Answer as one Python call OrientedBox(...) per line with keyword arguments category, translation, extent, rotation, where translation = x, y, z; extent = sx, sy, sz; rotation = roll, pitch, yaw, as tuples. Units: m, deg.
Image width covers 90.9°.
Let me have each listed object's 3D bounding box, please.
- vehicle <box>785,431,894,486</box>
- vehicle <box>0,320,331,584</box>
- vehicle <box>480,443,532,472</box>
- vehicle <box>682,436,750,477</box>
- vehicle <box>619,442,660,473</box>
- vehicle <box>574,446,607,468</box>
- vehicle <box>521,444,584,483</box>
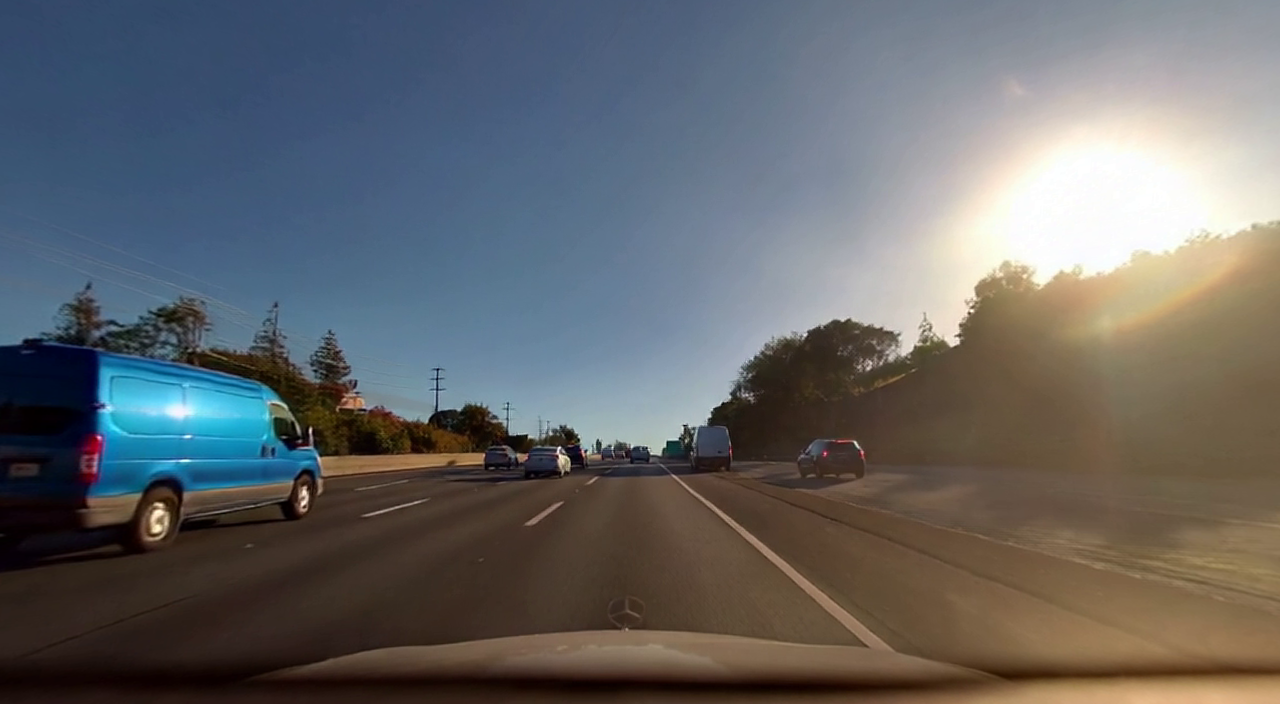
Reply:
OrientedBox(category="vehicle", translation=(7.428, 4.051, 24.267), extent=(2.304, 1.840, 5.706), rotation=(0, -8, 0))
OrientedBox(category="vehicle", translation=(-7.587, 1.475, 9.712), extent=(2.336, 2.708, 6.421), rotation=(0, -9, 0))
OrientedBox(category="vehicle", translation=(-7.678, 6.087, 36.496), extent=(1.961, 1.562, 4.301), rotation=(0, -9, 1))
OrientedBox(category="vehicle", translation=(3.736, 5.292, 32.319), extent=(2.777, 1.895, 5.710), rotation=(0, -9, 0))
OrientedBox(category="vehicle", translation=(0.007, 5.801, 34.852), extent=(2.115, 1.617, 4.102), rotation=(0, -9, 1))
OrientedBox(category="vehicle", translation=(-3.549, 7.539, 45.614), extent=(1.987, 1.466, 4.341), rotation=(0, -9, 1))
OrientedBox(category="vehicle", translation=(-3.518, 4.568, 26.159), extent=(1.970, 1.483, 4.071), rotation=(0, -9, 1))
